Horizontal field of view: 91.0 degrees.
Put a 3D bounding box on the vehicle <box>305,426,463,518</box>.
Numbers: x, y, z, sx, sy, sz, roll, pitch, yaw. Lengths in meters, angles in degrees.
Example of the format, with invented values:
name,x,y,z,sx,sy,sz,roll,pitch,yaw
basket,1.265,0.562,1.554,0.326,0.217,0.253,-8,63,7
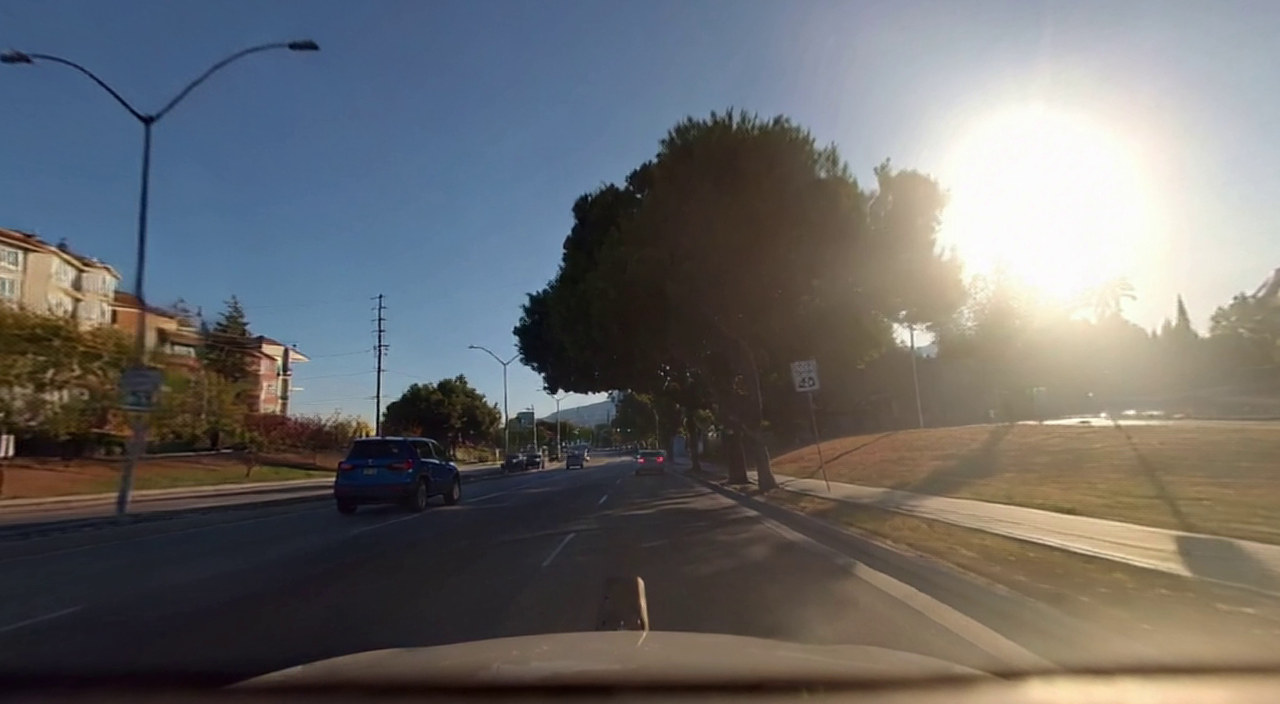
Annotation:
name,x,y,z,sx,sy,sz,roll,pitch,yaw
vehicle,-5.993,2.846,15.437,2.027,1.908,4.273,0,-9,0

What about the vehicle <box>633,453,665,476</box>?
name,x,y,z,sx,sy,sz,roll,pitch,yaw
vehicle,0.588,7.806,43.862,2.091,1.494,3.962,0,-9,-1
